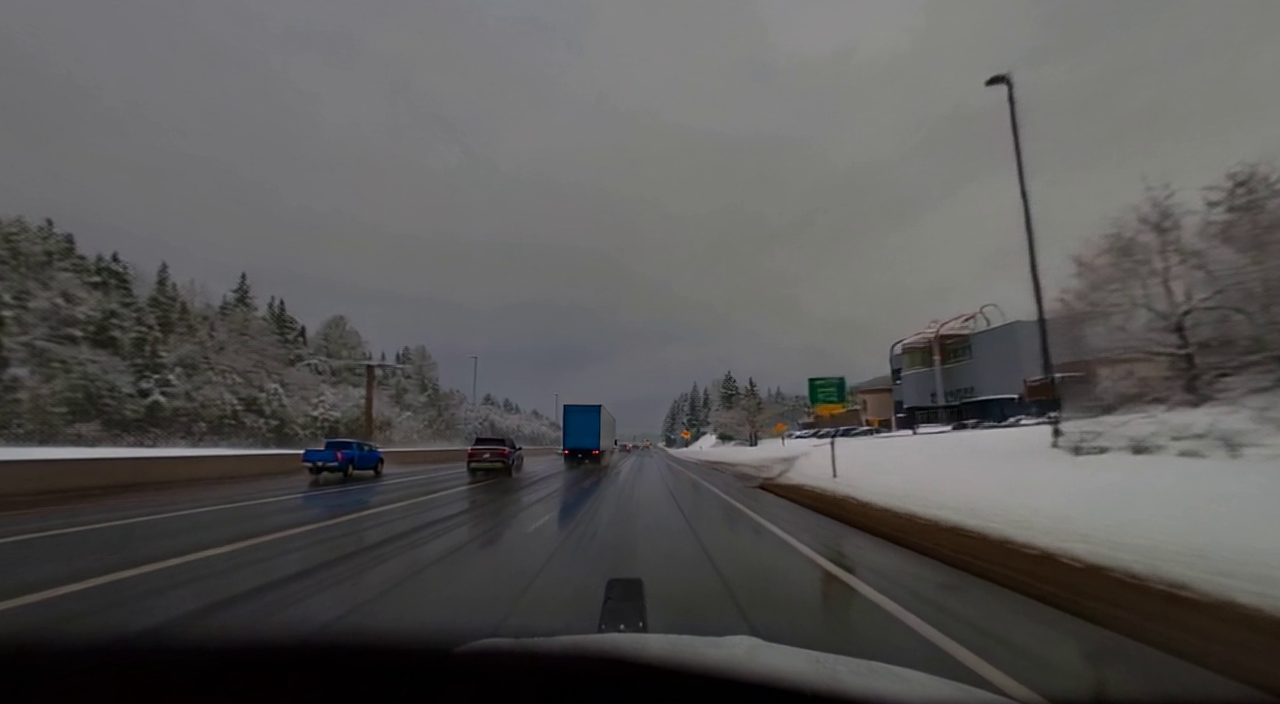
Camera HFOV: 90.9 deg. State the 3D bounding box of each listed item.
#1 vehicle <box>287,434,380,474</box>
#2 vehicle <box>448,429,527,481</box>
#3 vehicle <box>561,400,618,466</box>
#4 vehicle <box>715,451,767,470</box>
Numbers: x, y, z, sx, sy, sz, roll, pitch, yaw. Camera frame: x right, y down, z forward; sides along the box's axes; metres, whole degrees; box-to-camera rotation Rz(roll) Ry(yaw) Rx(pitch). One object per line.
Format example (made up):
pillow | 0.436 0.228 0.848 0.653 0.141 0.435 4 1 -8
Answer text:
vehicle | -14.126 4.731 29.412 1.997 1.695 4.492 0 -8 1
vehicle | -5.918 4.052 25.112 2.058 1.840 4.443 0 -8 -1
vehicle | -3.316 5.872 45.148 2.905 4.037 12.921 0 -8 0
vehicle | 5.631 6.110 35.531 2.295 0.969 3.132 0 -8 -2
